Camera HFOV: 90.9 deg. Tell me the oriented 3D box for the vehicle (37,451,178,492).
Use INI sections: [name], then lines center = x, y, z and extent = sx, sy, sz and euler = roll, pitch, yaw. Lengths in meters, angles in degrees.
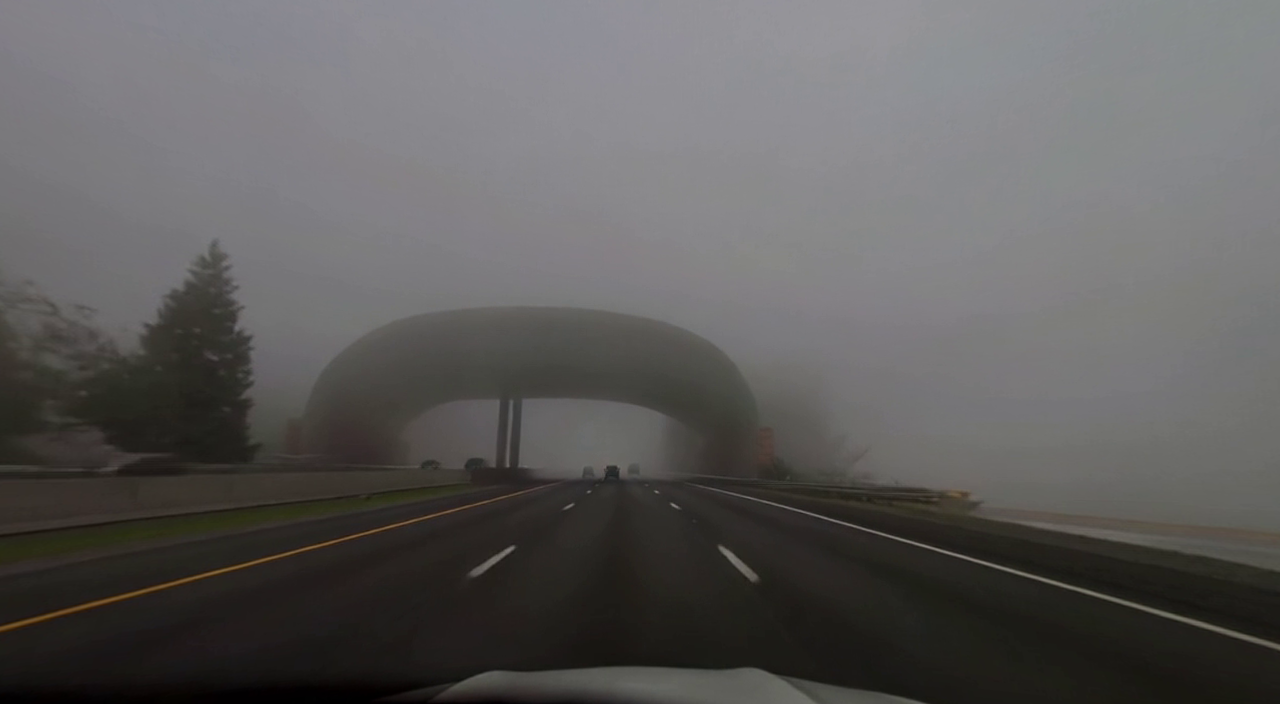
[vehicle]
center = -20.361, 4.609, 24.374
extent = 1.800, 1.436, 4.207
euler = 1, -10, -1
